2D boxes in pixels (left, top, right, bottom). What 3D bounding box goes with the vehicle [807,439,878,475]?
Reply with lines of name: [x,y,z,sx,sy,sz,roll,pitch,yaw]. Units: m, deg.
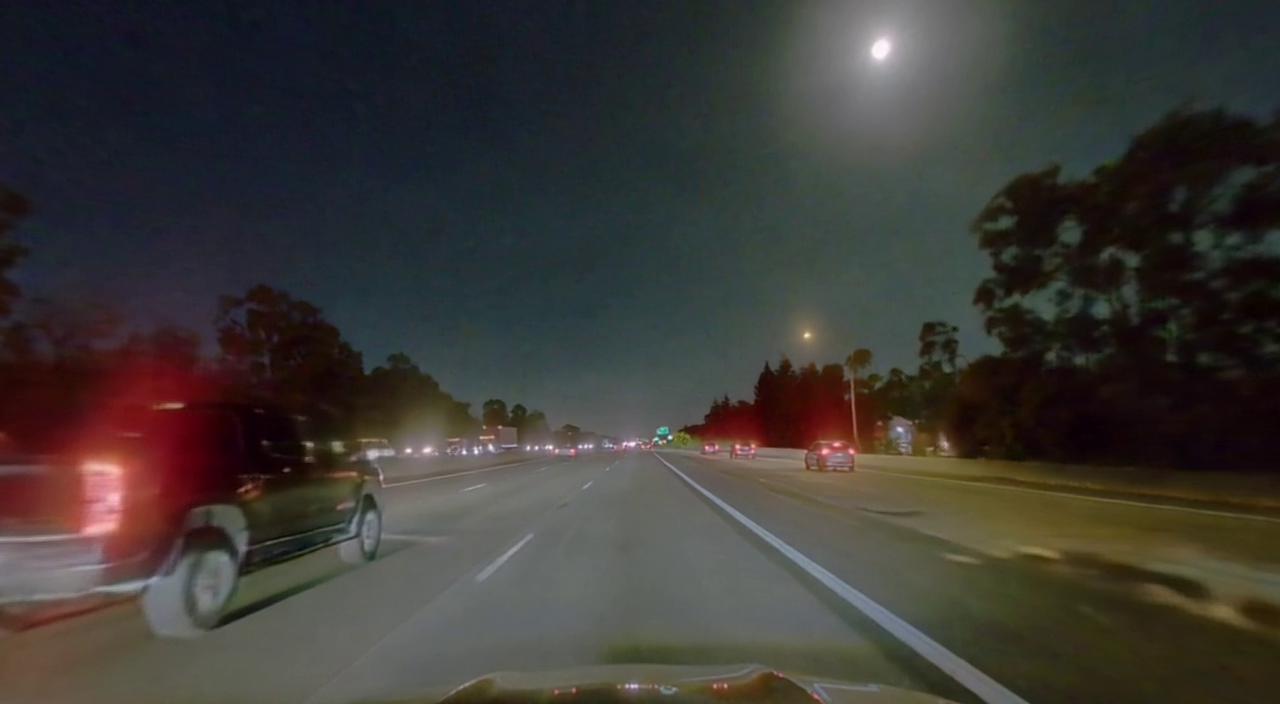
vehicle: [9.859,5.131,31.073,1.971,1.638,4.295,0,-8,-1]

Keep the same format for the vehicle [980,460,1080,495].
vehicle: [29.627,9.541,48.113,5.938,2.070,2.138,-5,-4,10]

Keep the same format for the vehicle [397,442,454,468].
vehicle: [-16.513,7.965,48.996,2.339,1.926,5.751,0,-8,1]

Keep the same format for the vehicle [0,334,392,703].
vehicle: [-3.961,1.202,5.052,1.994,1.911,4.819,0,-8,0]
